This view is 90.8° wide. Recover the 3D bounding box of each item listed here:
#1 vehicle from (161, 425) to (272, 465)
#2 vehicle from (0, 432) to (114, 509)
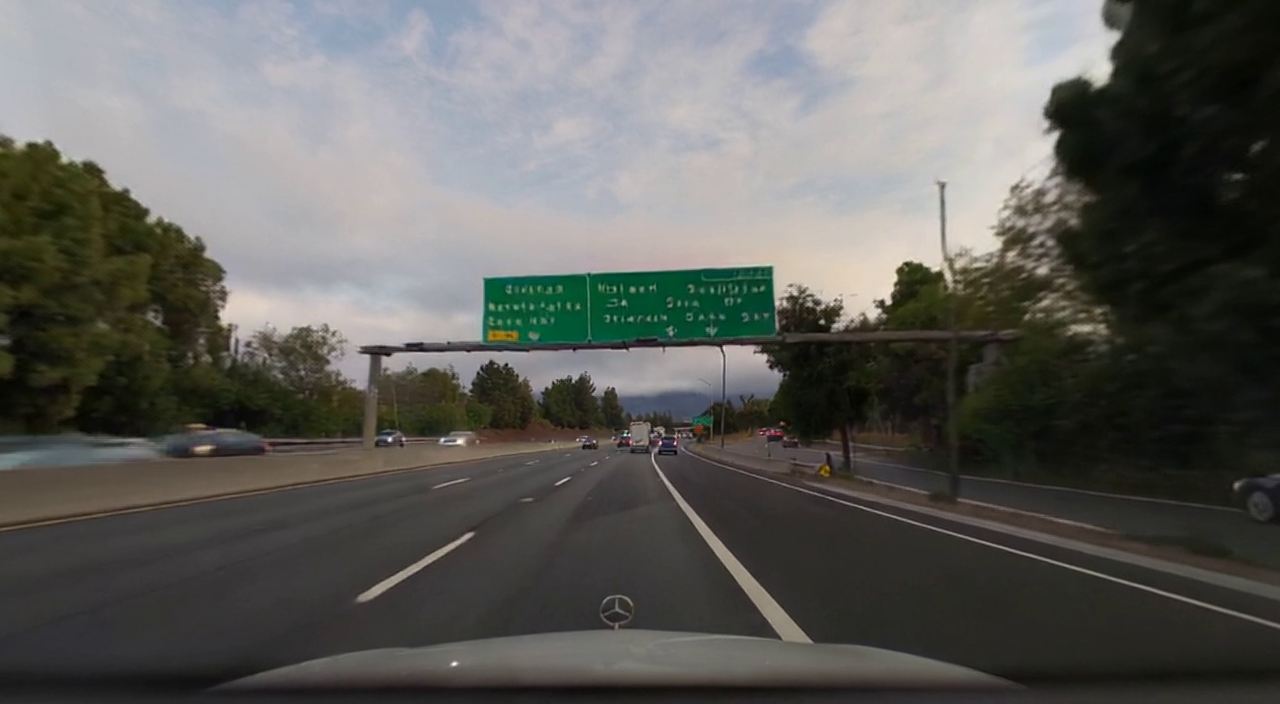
[{"bbox_3d":[-19.224,4.250,28.974,1.960,1.706,4.524,0,-8,0],"label":"vehicle"},{"bbox_3d":[-13.149,2.291,12.249,1.925,1.456,4.613,0,-8,0],"label":"vehicle"}]
